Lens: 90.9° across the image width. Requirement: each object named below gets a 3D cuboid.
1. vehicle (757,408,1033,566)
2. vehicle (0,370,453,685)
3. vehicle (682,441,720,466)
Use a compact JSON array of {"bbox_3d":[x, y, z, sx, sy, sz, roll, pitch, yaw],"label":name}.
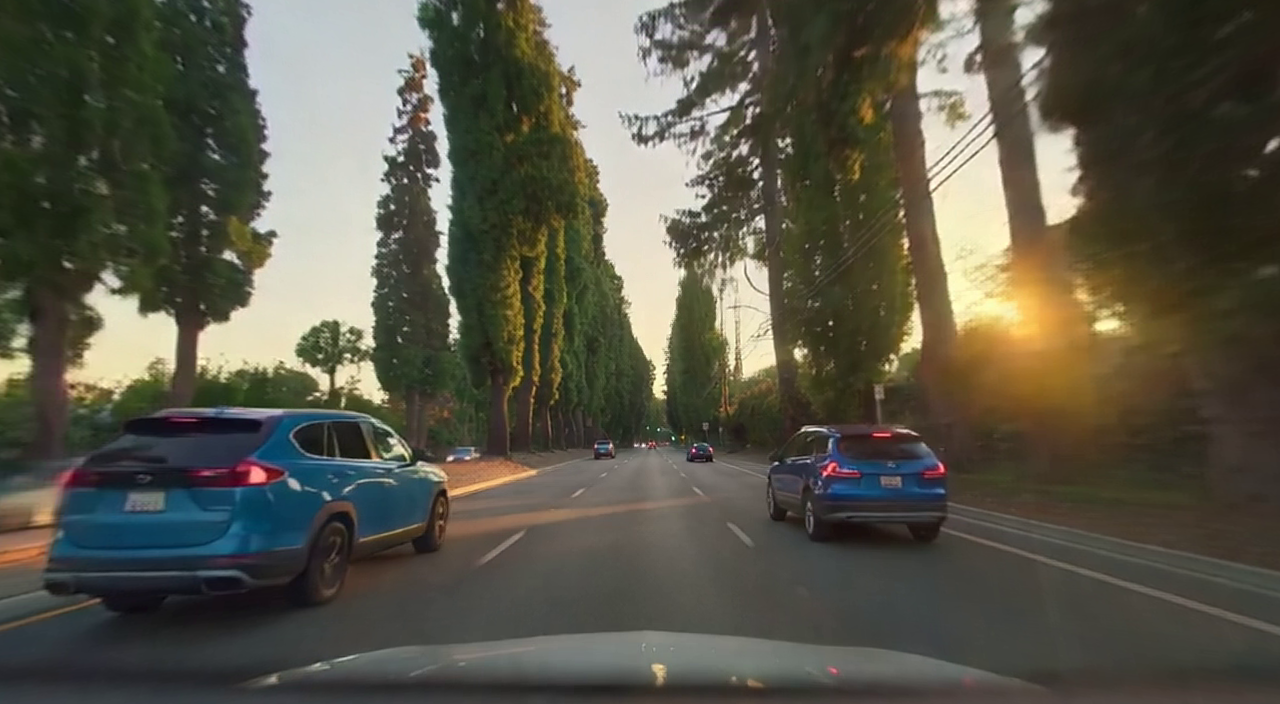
[{"bbox_3d":[3.261,1.825,9.313,2.182,1.744,4.464,0,-8,0],"label":"vehicle"},{"bbox_3d":[-3.542,1.318,5.923,2.104,1.785,4.494,0,-8,1],"label":"vehicle"},{"bbox_3d":[3.726,6.316,39.370,1.906,1.468,4.422,0,-8,0],"label":"vehicle"}]
